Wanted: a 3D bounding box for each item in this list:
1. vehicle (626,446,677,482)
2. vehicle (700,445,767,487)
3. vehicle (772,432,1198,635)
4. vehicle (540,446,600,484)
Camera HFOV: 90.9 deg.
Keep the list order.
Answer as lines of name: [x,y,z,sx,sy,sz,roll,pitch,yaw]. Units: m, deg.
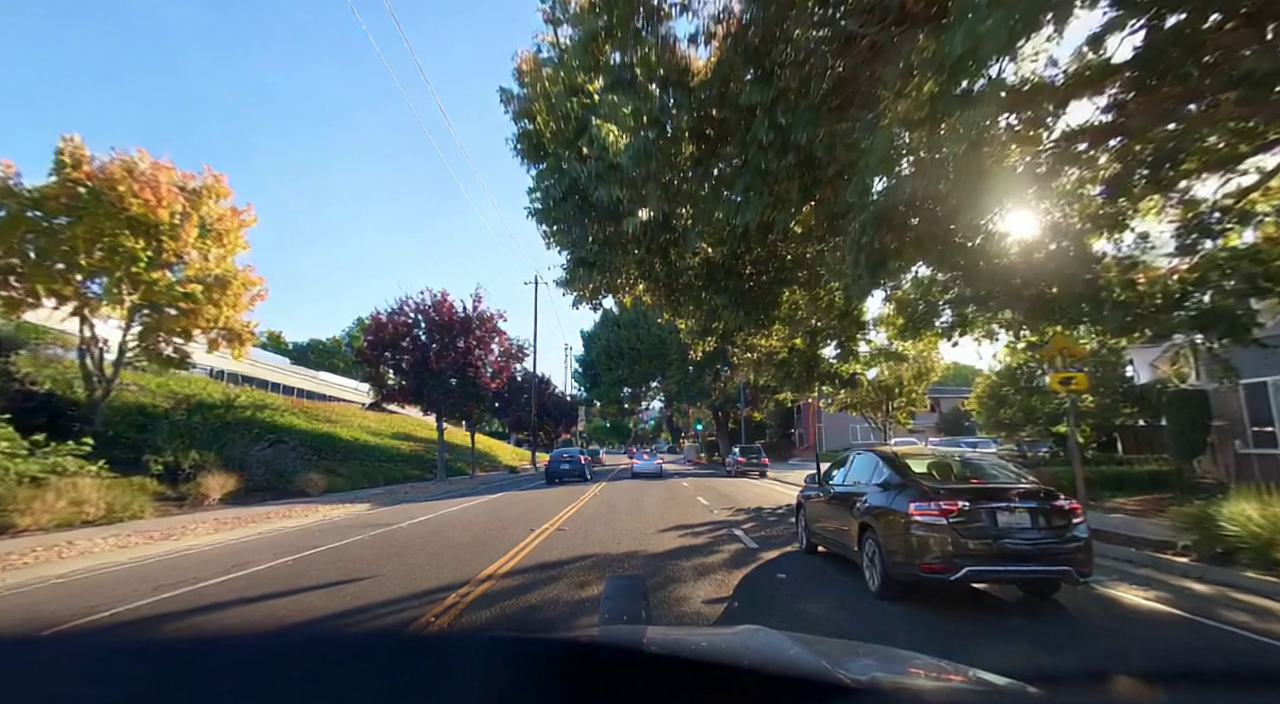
vehicle: [0.485,4.914,28.088,2.101,1.467,4.210,0,-8,0]
vehicle: [3.572,4.417,24.764,1.943,1.484,4.030,0,-8,-1]
vehicle: [3.044,1.681,6.970,2.158,1.483,4.415,0,-8,-1]
vehicle: [-2.967,4.891,27.634,2.012,1.505,4.205,-1,-9,2]
